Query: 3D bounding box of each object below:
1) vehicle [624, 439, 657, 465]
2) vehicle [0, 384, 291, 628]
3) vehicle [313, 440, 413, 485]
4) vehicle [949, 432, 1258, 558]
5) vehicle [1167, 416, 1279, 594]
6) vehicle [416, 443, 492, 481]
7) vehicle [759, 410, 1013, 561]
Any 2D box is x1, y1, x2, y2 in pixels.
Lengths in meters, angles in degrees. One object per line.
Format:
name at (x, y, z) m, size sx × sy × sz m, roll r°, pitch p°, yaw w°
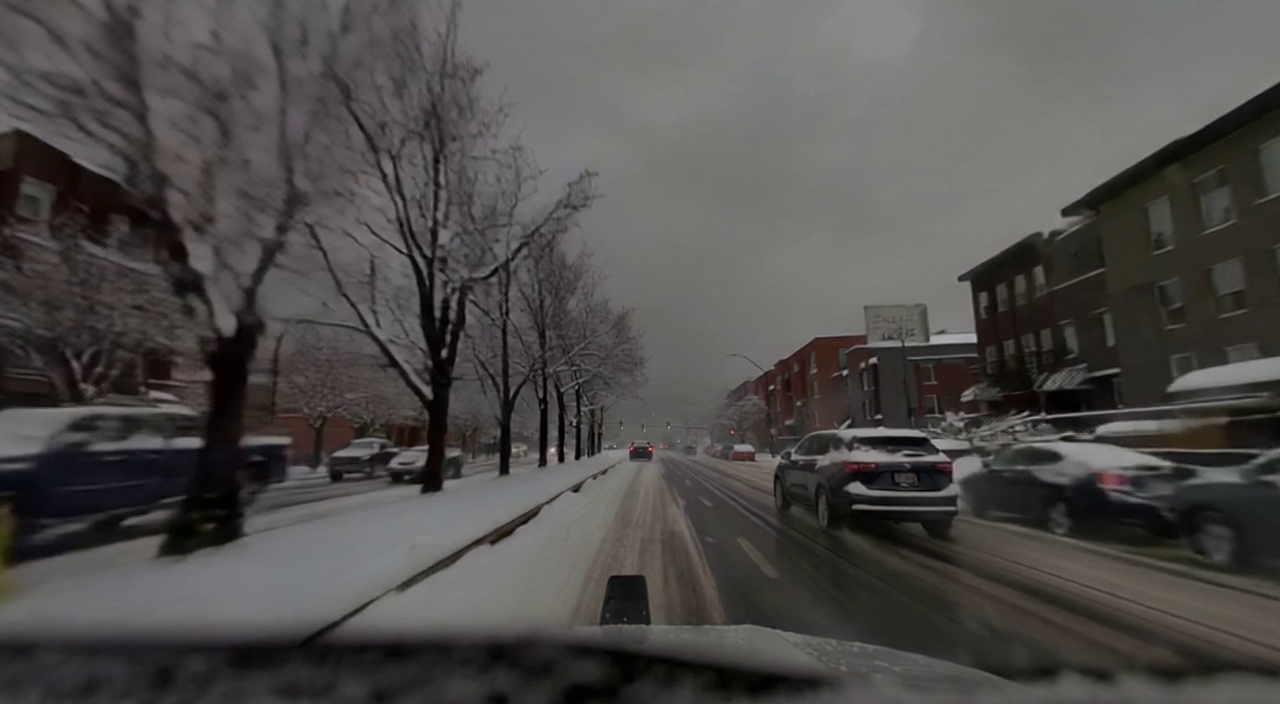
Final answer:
vehicle at (0.070, 7.225, 45.635) m, size 2.244 × 1.813 × 4.129 m, roll 0°, pitch -8°, yaw 1°
vehicle at (-5.717, 1.327, 6.022) m, size 2.034 × 1.771 × 4.795 m, roll -1°, pitch -7°, yaw 0°
vehicle at (-11.738, 4.688, 27.133) m, size 2.021 × 1.730 × 4.866 m, roll 0°, pitch -8°, yaw 1°
vehicle at (7.309, 2.197, 10.749) m, size 1.865 × 1.576 × 4.651 m, roll 1°, pitch -7°, yaw 2°
vehicle at (7.198, 1.340, 5.095) m, size 2.022 × 1.714 × 4.550 m, roll 0°, pitch -8°, yaw 2°
vehicle at (-7.930, 4.725, 27.330) m, size 1.931 × 1.491 × 4.026 m, roll 0°, pitch -8°, yaw 2°
vehicle at (3.314, 1.894, 9.714) m, size 2.071 × 1.747 × 4.549 m, roll 0°, pitch -8°, yaw 0°
